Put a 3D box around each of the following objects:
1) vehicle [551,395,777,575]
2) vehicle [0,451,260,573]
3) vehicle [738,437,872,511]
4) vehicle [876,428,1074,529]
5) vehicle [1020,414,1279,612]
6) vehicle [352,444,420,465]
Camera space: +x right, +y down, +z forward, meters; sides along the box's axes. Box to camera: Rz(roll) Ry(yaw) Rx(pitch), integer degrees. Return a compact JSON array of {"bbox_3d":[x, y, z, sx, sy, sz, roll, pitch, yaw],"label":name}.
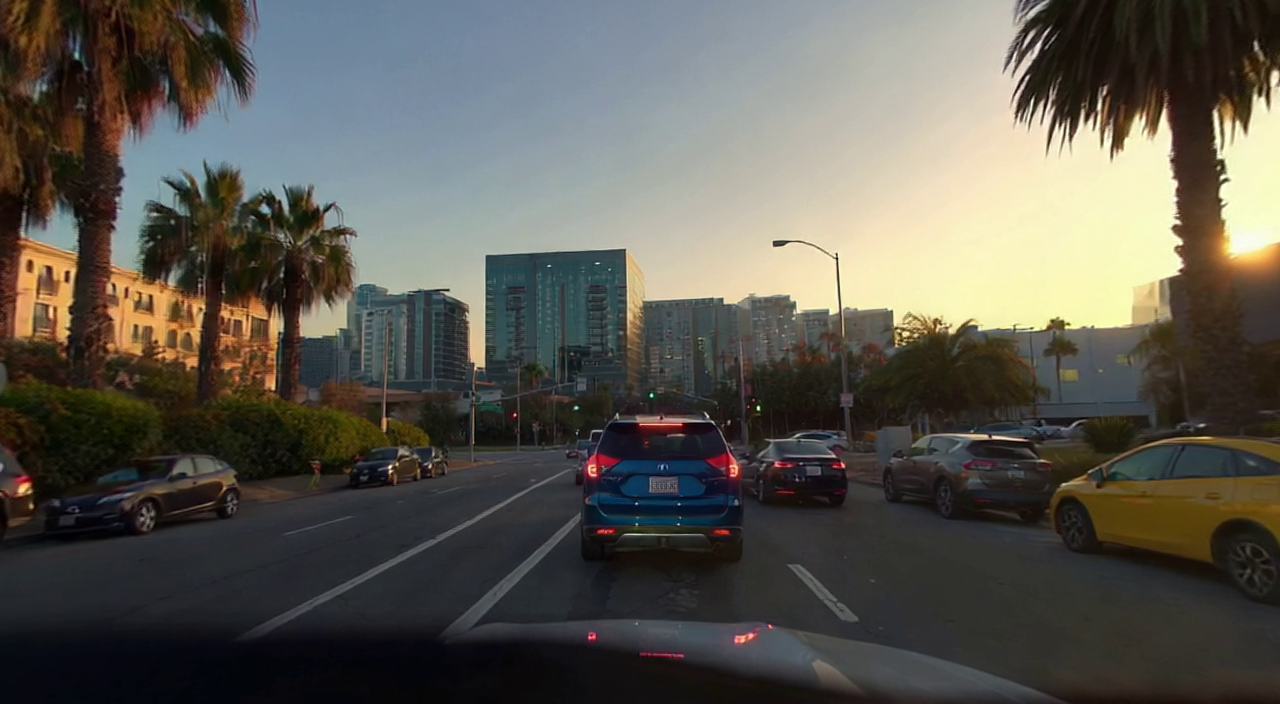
[{"bbox_3d":[0.254,1.656,8.564,2.264,1.798,4.258,0,-8,1],"label":"vehicle"},{"bbox_3d":[-9.587,2.804,11.874,2.054,1.467,4.595,-3,-5,1],"label":"vehicle"},{"bbox_3d":[3.721,2.822,15.177,2.021,1.480,4.402,0,-8,0],"label":"vehicle"},{"bbox_3d":[6.663,2.523,13.243,1.930,1.736,4.329,-1,-8,3],"label":"vehicle"},{"bbox_3d":[6.434,1.595,6.937,1.935,1.672,4.139,0,-8,1],"label":"vehicle"},{"bbox_3d":[-18.696,7.506,46.629,1.759,1.457,4.297,-7,-11,37],"label":"vehicle"}]
